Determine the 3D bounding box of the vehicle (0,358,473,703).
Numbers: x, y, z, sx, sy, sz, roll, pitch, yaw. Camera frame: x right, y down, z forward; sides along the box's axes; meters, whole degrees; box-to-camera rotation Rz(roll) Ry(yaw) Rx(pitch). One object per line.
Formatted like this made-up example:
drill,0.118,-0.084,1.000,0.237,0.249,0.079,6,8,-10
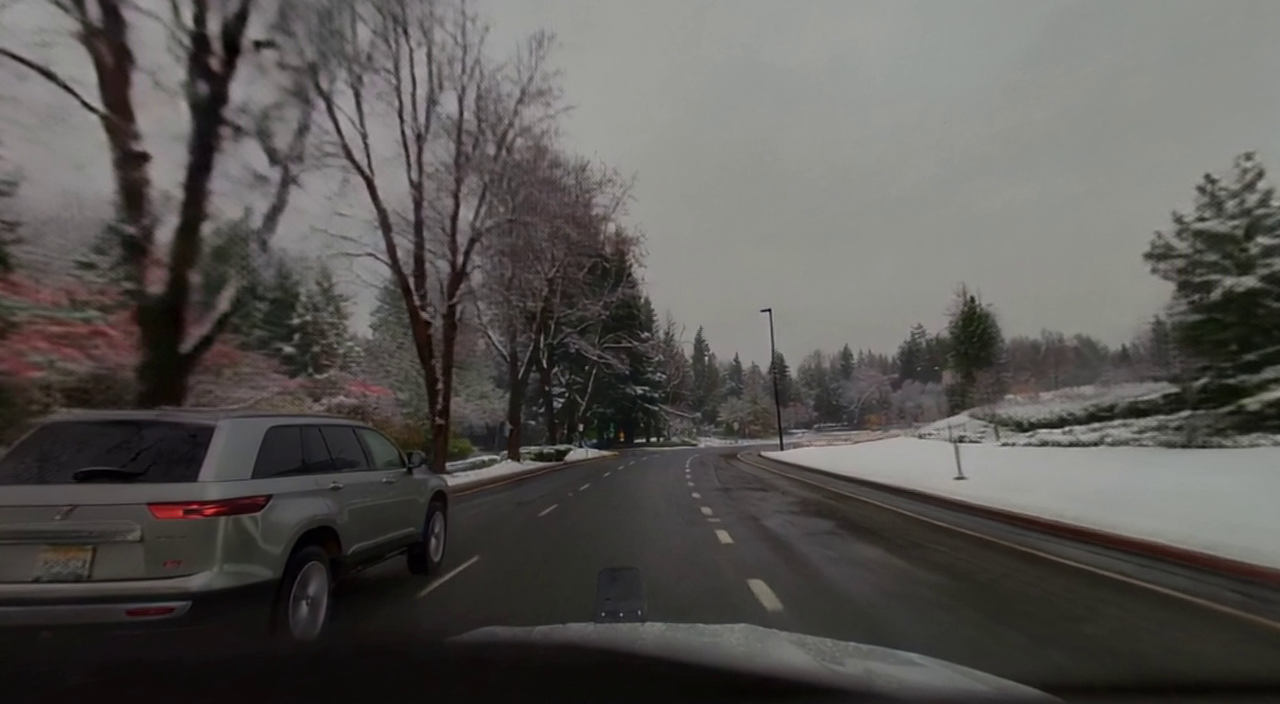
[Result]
vehicle,-3.005,1.207,4.884,2.067,1.700,4.561,0,-8,2
